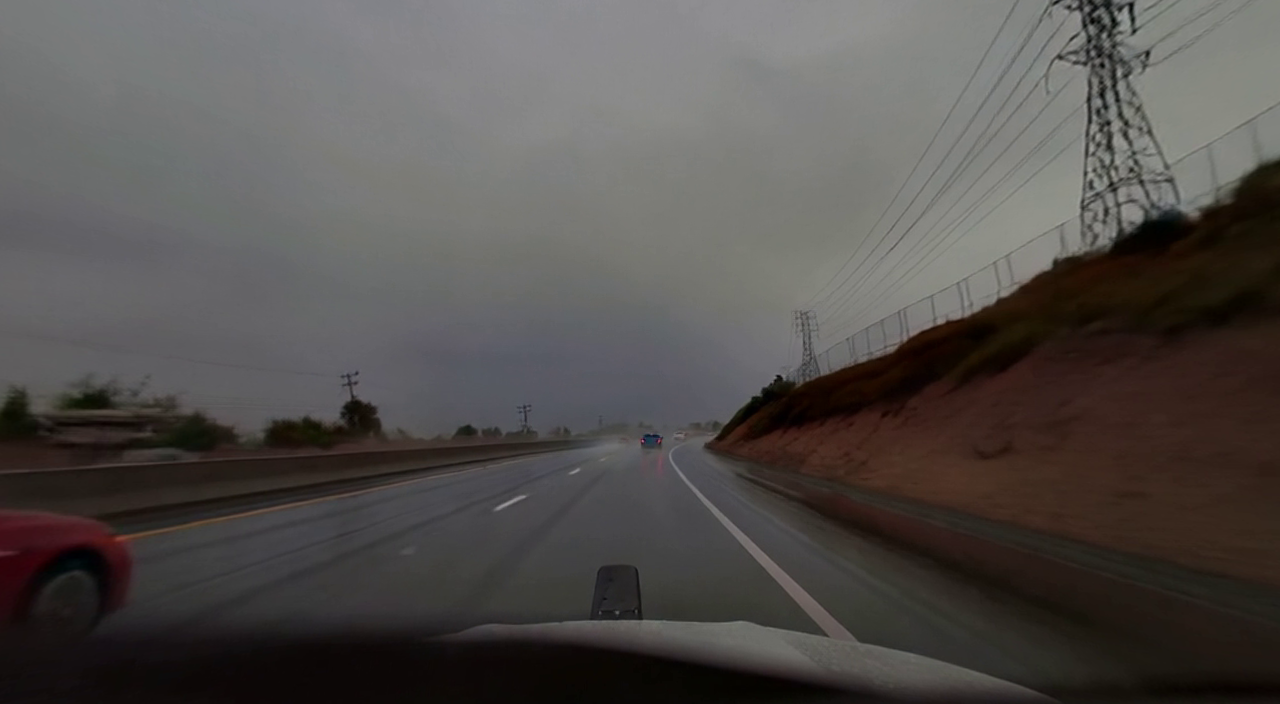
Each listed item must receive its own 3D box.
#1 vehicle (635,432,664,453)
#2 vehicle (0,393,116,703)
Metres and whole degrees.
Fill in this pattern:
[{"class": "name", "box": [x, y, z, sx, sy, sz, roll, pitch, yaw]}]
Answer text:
[{"class": "vehicle", "box": [0.742, 6.829, 47.740, 2.077, 1.523, 4.206, 0, -8, 2]}, {"class": "vehicle", "box": [-3.982, 0.746, 1.380, 2.030, 1.522, 4.250, 0, -8, -1]}]
